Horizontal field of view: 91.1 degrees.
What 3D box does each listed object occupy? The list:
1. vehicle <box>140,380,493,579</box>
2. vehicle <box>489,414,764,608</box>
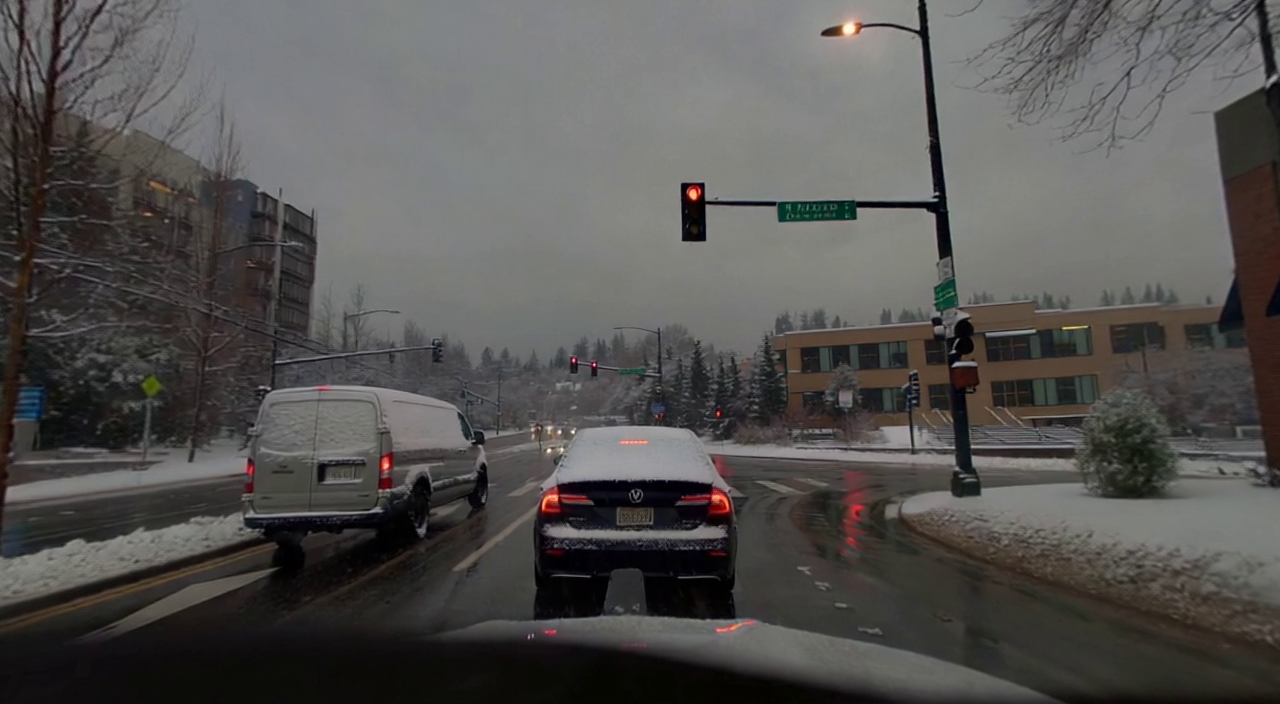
[{"bbox_3d":[-3.585,1.513,8.421,2.076,1.820,5.100,0,-8,-1],"label":"vehicle"},{"bbox_3d":[-0.110,1.466,6.775,2.064,1.452,3.942,0,-8,0],"label":"vehicle"}]
